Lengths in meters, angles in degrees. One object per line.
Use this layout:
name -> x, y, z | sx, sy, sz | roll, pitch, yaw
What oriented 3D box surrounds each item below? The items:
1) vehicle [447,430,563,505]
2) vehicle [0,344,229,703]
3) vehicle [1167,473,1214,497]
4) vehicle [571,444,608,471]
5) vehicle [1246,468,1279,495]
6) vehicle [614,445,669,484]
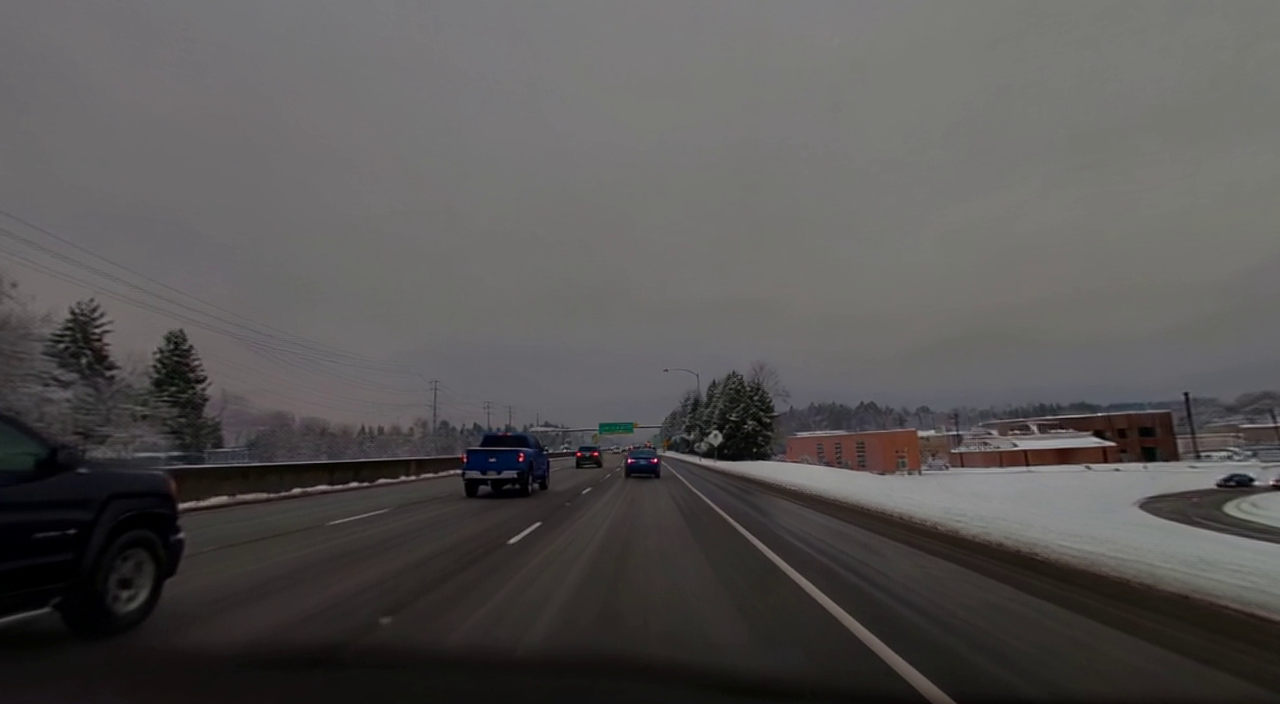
vehicle -> -3.575, 3.162, 17.698 | 2.133, 1.789, 4.518 | -1, -8, 2
vehicle -> -4.203, 0.742, 1.977 | 2.198, 1.848, 5.346 | 0, -8, 0
vehicle -> 39.784, 9.572, 45.552 | 4.203, 1.418, 1.942 | 8, -12, -42
vehicle -> -3.387, 7.130, 42.957 | 1.993, 1.717, 4.321 | -1, -9, 2
vehicle -> 47.660, 9.669, 47.162 | 4.590, 1.756, 2.059 | 5, -10, -30
vehicle -> 0.039, 4.541, 25.784 | 2.047, 1.473, 3.978 | 0, -8, 0
